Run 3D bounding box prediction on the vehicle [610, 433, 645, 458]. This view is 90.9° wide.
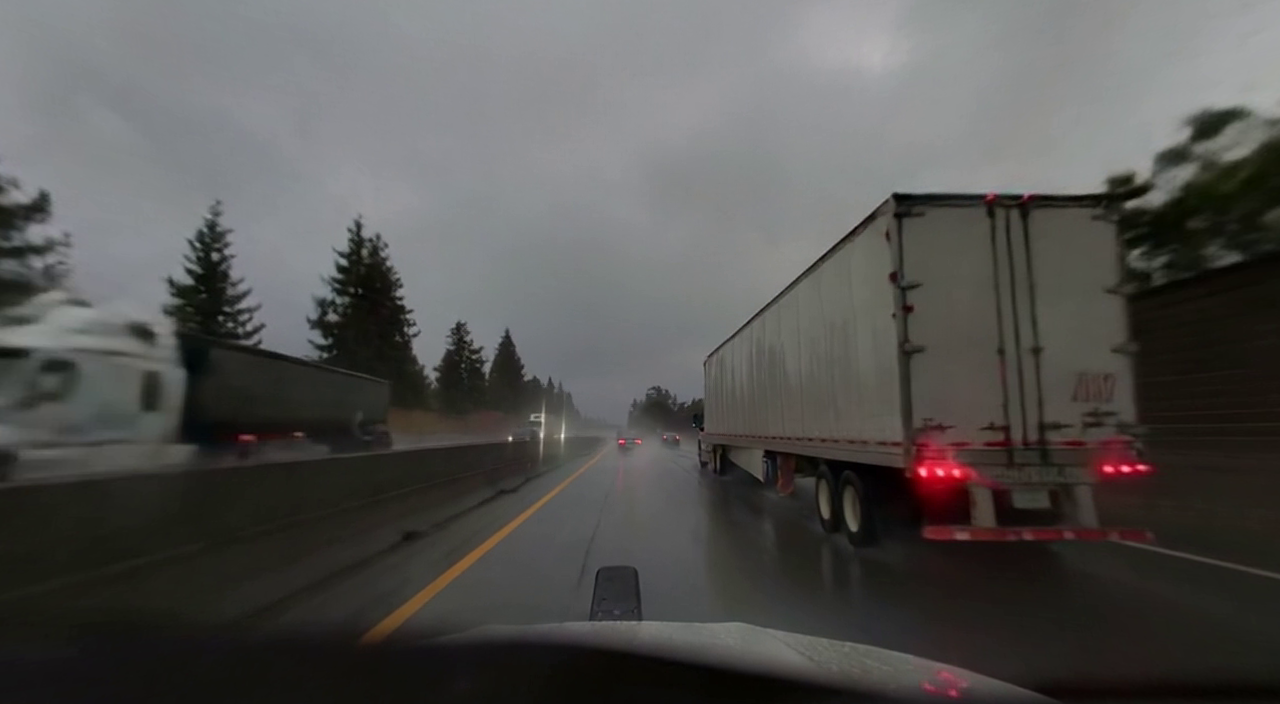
[{"bbox_3d":[-0.799,5.878,39.955,2.119,1.480,4.000,0,-8,-1],"label":"vehicle"}]

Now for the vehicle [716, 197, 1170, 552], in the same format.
[{"bbox_3d":[4.209,1.091,14.060,2.953,4.045,13.843,0,-8,-1],"label":"vehicle"}]

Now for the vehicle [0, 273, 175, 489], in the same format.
[{"bbox_3d":[-12.935,0.707,13.601,3.405,4.213,2.708,0,-8,-1],"label":"vehicle"}]

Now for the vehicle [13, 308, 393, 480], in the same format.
[{"bbox_3d":[-13.069,1.909,22.029,3.380,4.082,14.183,0,-8,-1],"label":"vehicle"}]
